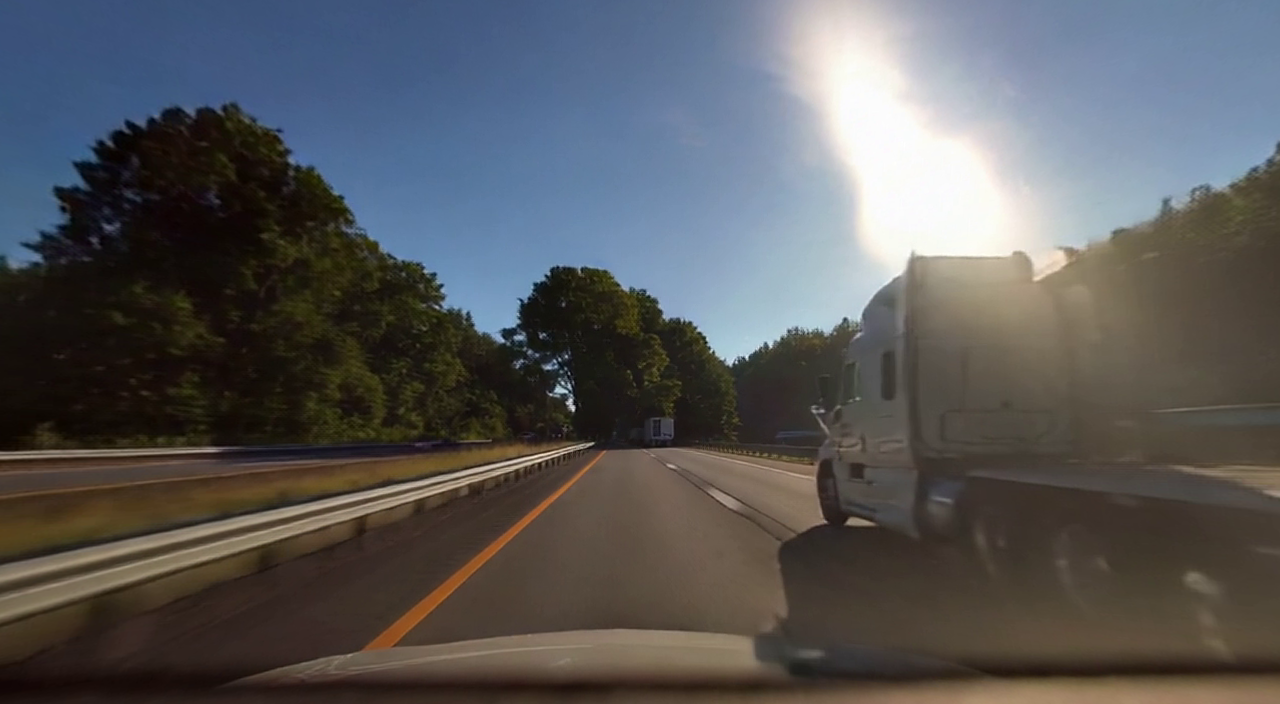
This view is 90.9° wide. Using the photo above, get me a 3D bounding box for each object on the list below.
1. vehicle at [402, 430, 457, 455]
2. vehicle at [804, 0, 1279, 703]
[{"bbox_3d":[-13.408,5.775,40.488,2.009,1.475,4.663,0,-8,-1],"label":"vehicle"},{"bbox_3d":[4.267,0.014,4.704,2.967,3.980,10.471,0,-8,-2],"label":"vehicle"}]
